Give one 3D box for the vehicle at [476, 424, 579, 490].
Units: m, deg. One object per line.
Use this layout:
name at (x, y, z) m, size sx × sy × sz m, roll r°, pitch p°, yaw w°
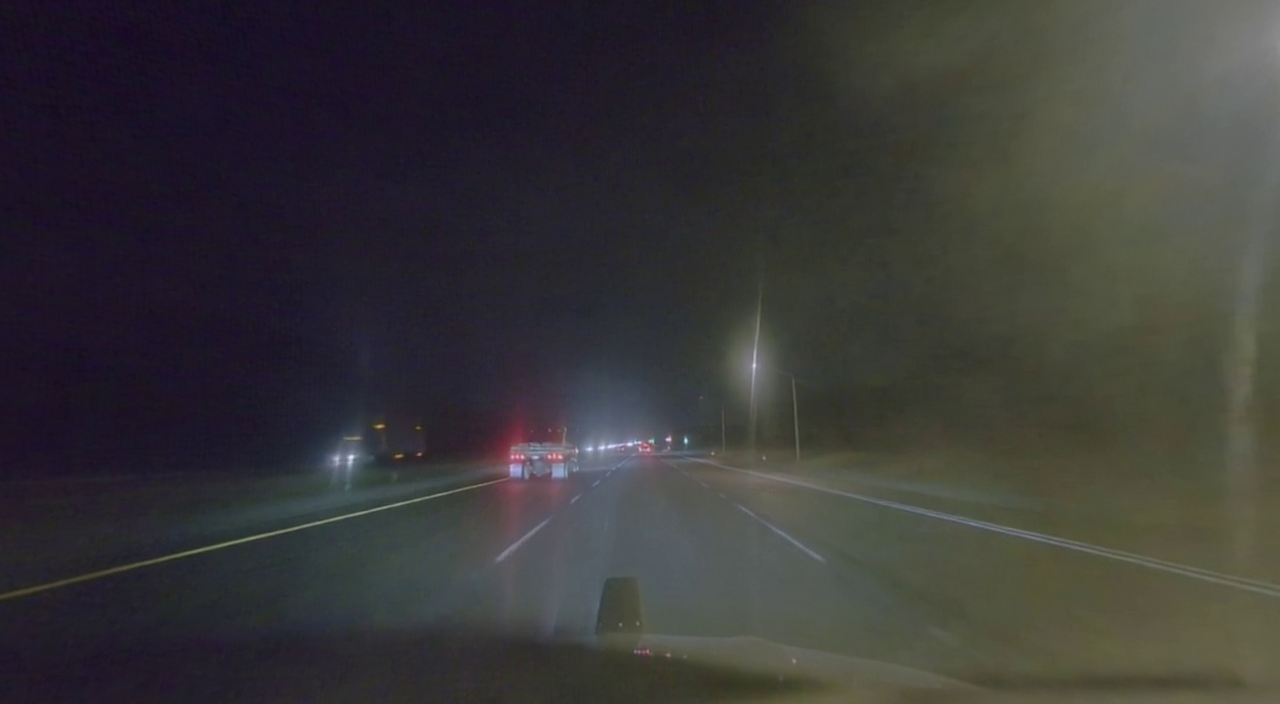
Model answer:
vehicle at (-3.572, 3.486, 21.297) m, size 2.379 × 1.918 × 5.504 m, roll 0°, pitch -8°, yaw 1°
